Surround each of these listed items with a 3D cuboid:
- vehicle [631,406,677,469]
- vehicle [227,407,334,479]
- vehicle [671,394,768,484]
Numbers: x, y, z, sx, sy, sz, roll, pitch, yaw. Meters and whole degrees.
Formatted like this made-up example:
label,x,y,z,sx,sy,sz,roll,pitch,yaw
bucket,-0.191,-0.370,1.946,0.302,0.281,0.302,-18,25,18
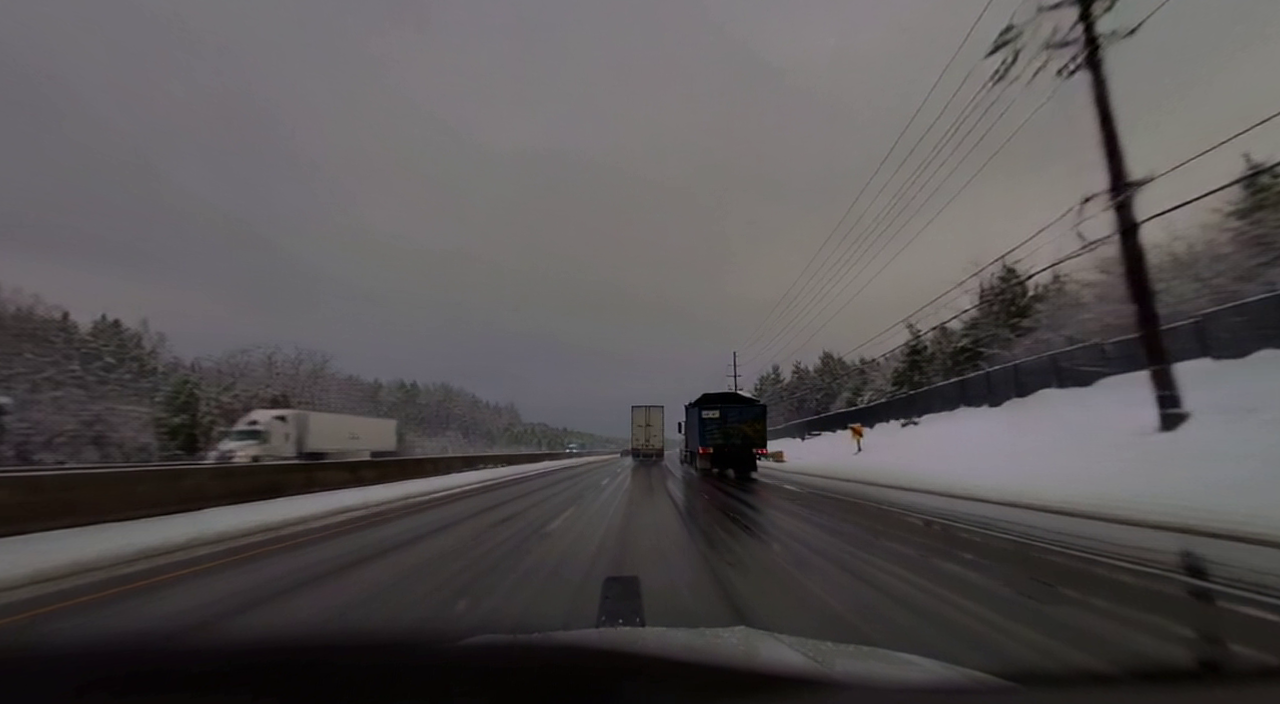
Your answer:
label,x,y,z,sx,sy,sz,roll,pitch,yaw
vehicle,0.790,6.624,47.880,2.997,4.076,13.224,0,-9,-1
vehicle,-20.078,5.149,35.611,2.943,3.764,4.981,0,-9,0
vehicle,3.197,3.961,28.196,2.938,3.378,8.820,0,-9,-2
